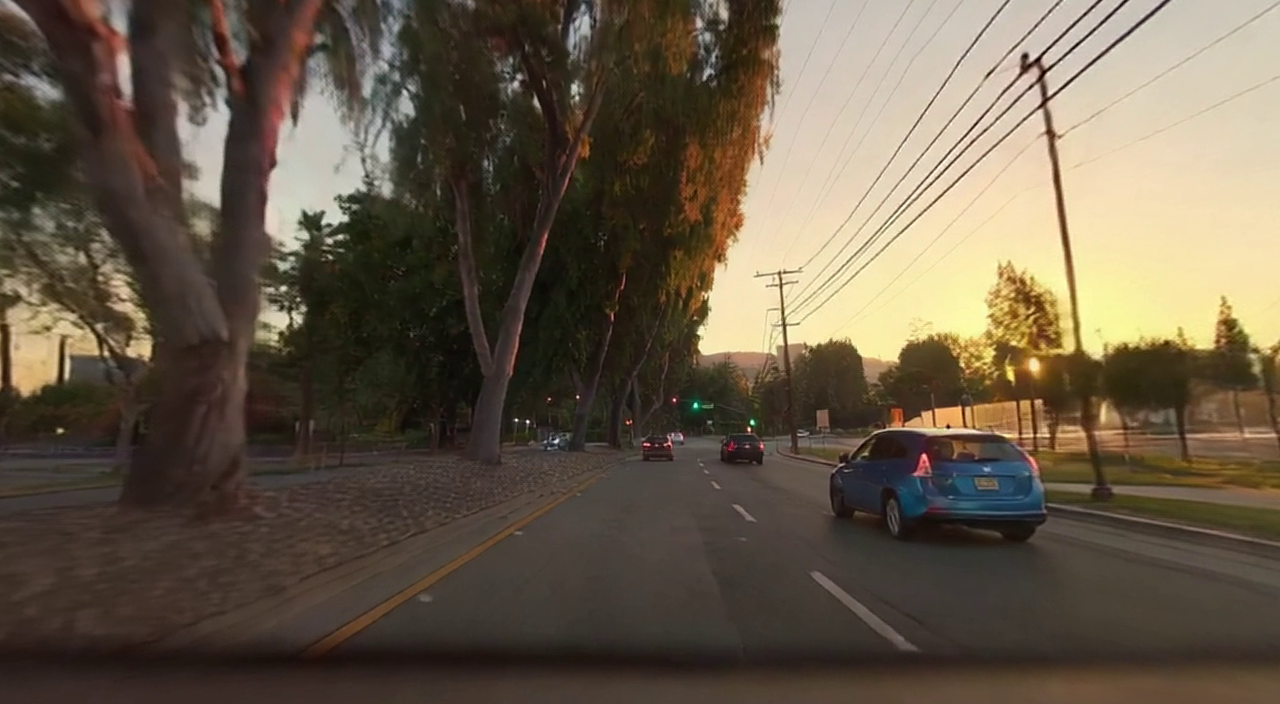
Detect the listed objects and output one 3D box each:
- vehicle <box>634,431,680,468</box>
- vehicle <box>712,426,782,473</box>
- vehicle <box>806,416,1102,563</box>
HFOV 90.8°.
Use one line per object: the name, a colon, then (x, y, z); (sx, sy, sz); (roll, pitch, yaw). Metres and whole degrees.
vehicle: (0.852, 4.981, 32.278); (2.163, 1.746, 4.073); (-1, -8, 1)
vehicle: (4.593, 4.287, 27.964); (2.254, 1.840, 4.918); (-1, -8, 0)
vehicle: (3.868, 1.755, 8.819); (1.881, 1.512, 4.294); (0, -8, 0)
